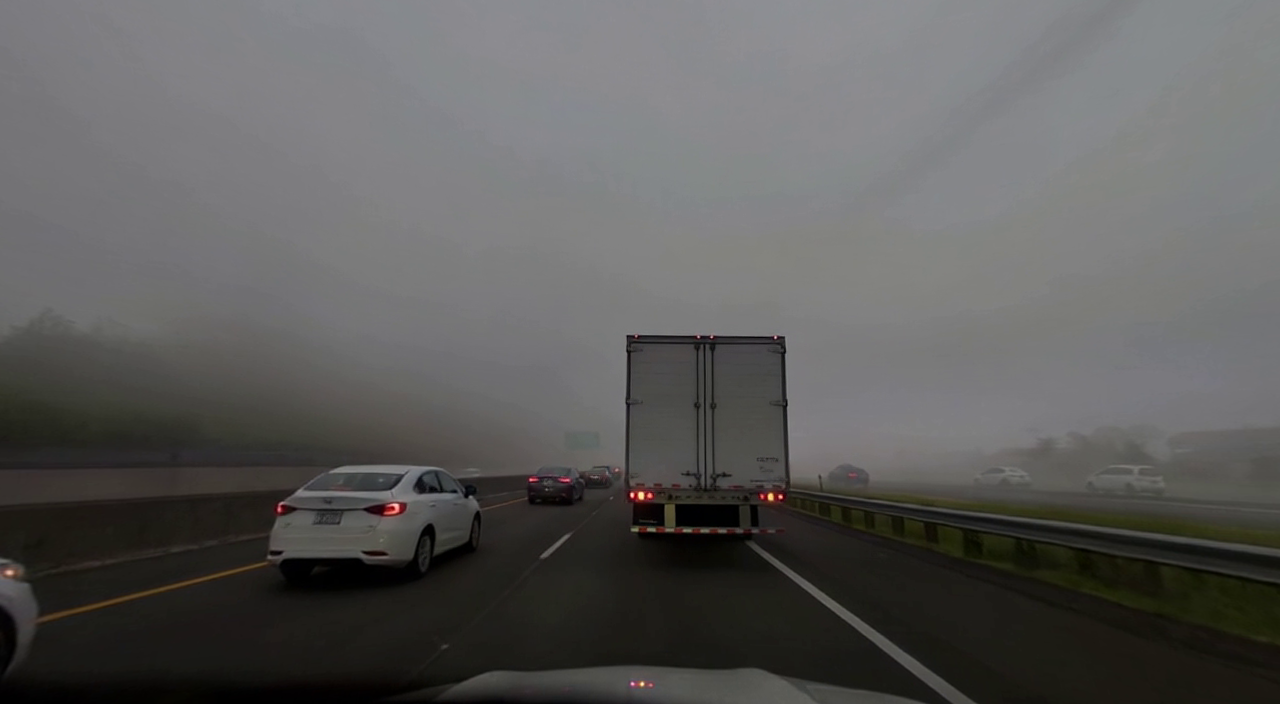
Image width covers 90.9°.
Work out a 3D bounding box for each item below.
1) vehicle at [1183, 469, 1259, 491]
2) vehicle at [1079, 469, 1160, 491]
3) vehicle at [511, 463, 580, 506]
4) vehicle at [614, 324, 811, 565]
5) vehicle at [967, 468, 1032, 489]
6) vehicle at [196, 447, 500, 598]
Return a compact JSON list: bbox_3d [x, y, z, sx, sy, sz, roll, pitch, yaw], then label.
[{"bbox_3d":[42.750,9.413,46.382,3.974,1.485,1.709,1,-11,-4],"label":"vehicle"},{"bbox_3d":[35.239,9.431,46.425,4.299,1.465,1.807,-1,-11,8],"label":"vehicle"},{"bbox_3d":[-3.636,5.230,25.123,1.964,1.482,4.371,0,-11,1],"label":"vehicle"},{"bbox_3d":[1.077,2.115,13.656,2.831,3.529,8.689,1,-11,0],"label":"vehicle"},{"bbox_3d":[28.249,9.947,49.601,4.107,1.485,1.796,-3,-11,20],"label":"vehicle"},{"bbox_3d":[-3.528,2.191,8.881,1.983,1.509,4.679,1,-11,1],"label":"vehicle"}]
